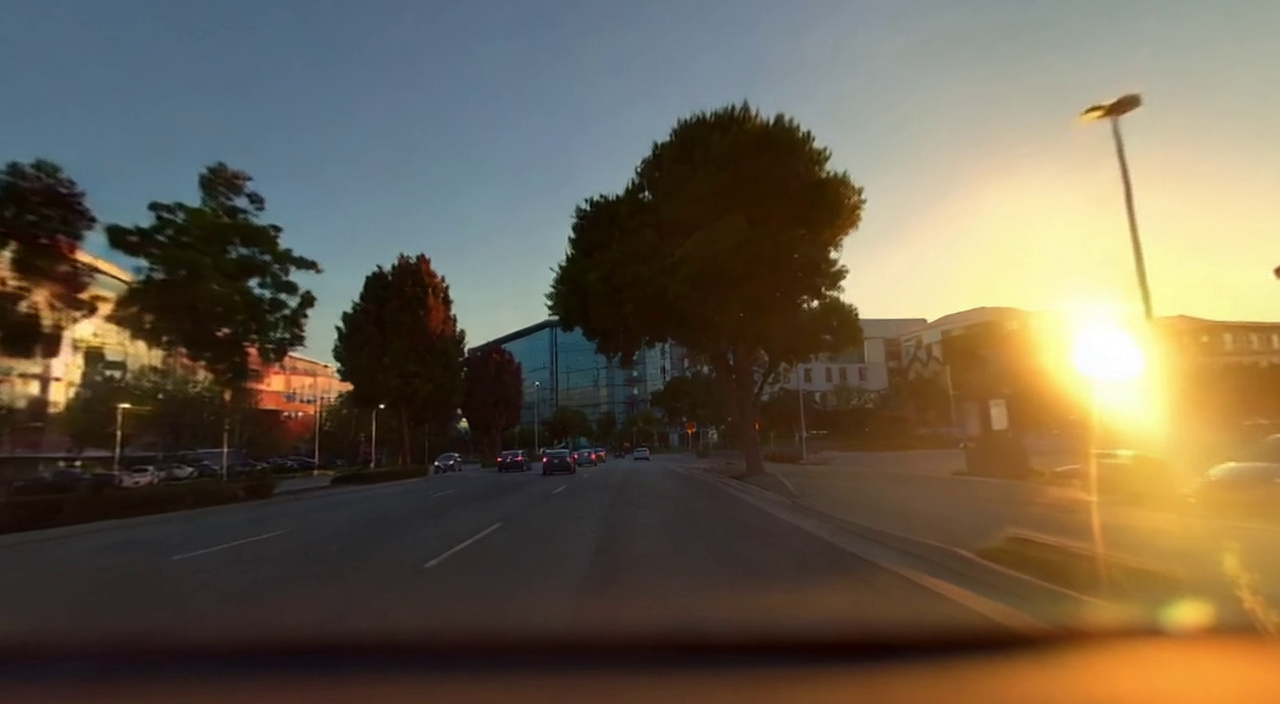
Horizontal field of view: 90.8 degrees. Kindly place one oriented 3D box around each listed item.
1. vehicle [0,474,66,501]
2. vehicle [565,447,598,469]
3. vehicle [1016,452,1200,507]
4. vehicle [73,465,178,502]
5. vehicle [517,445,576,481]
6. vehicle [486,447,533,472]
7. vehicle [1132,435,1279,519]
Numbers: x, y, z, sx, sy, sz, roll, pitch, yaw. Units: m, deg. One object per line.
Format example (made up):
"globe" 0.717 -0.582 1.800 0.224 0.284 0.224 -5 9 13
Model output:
"vehicle" -44.053 9.609 44.615 4.728 1.668 2.240 -2 -9 -2
"vehicle" -4.160 7.609 45.578 1.971 1.414 4.317 0 -8 0
"vehicle" 12.366 3.353 16.861 3.467 1.349 1.839 1 -8 -4
"vehicle" -27.184 6.929 33.610 1.758 1.566 4.531 -4 -8 1
"vehicle" -4.194 5.075 29.153 2.011 1.483 4.596 -1 -8 0
"vehicle" -8.406 6.995 41.232 1.976 1.497 4.709 0 -8 1
"vehicle" 12.433 2.349 12.123 4.372 1.445 1.928 1 -8 -2
